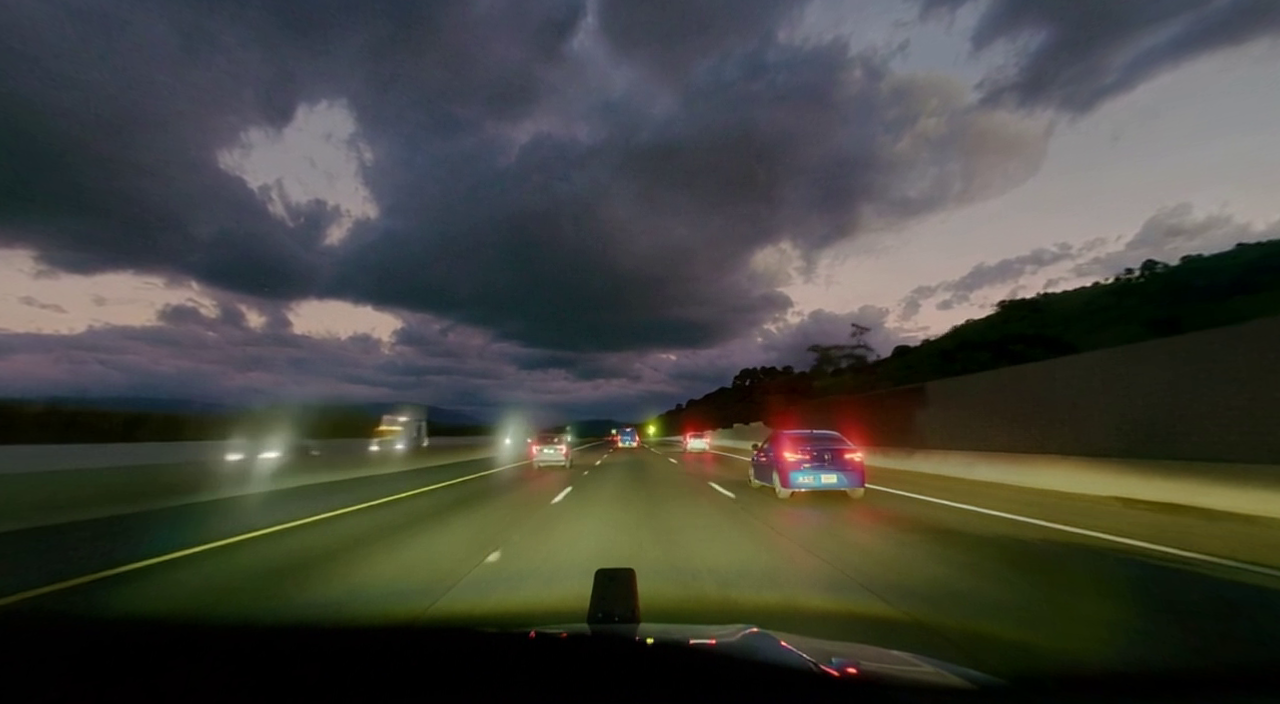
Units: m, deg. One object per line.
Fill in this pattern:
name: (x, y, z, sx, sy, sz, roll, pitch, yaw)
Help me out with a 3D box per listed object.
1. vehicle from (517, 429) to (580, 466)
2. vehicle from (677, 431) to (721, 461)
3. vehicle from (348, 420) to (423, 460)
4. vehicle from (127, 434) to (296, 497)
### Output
vehicle: (-4.009, 4.241, 28.227, 2.204, 1.486, 4.121, 0, -8, 0)
vehicle: (3.047, 4.893, 33.133, 1.806, 1.469, 3.681, 0, -8, -2)
vehicle: (-15.582, 5.431, 38.978, 2.370, 2.302, 5.407, 0, -8, -1)
vehicle: (-11.274, 2.960, 16.980, 1.761, 1.495, 4.028, 0, -8, -1)
